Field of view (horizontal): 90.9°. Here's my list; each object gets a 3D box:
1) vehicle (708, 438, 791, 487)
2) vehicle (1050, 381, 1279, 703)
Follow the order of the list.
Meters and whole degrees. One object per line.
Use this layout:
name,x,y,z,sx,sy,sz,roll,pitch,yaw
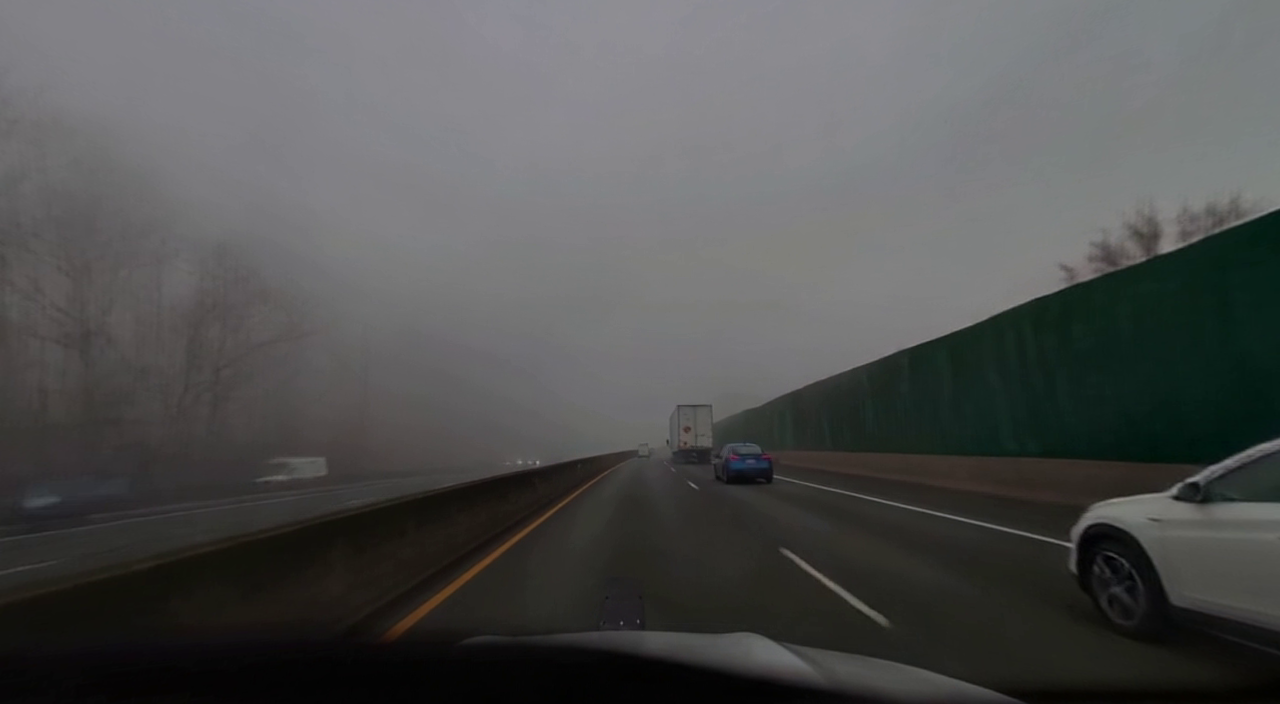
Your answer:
vehicle,3.649,3.762,21.851,2.000,1.473,4.440,0,-8,-2
vehicle,3.984,0.849,2.477,1.940,1.539,4.005,0,-8,-2
